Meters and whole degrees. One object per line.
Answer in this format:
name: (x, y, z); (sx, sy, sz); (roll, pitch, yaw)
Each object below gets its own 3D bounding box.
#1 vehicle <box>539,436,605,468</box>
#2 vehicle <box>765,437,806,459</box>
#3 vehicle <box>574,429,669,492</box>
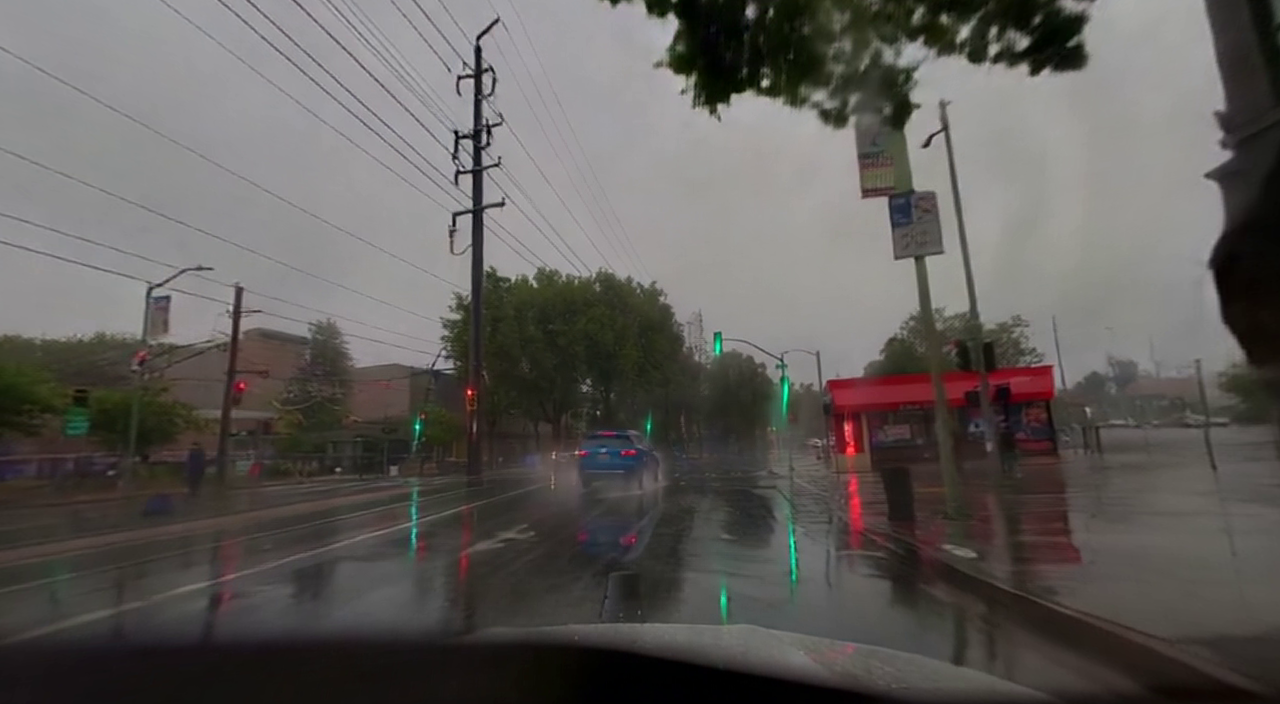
vehicle: (-3.788, 5.678, 36.064); (2.017, 1.684, 4.483); (-3, -9, 19)
vehicle: (10.246, 6.705, 44.258); (2.006, 1.470, 4.099); (-4, -9, 25)
vehicle: (-0.423, 3.311, 19.632); (2.101, 1.721, 4.364); (-1, -9, 10)
